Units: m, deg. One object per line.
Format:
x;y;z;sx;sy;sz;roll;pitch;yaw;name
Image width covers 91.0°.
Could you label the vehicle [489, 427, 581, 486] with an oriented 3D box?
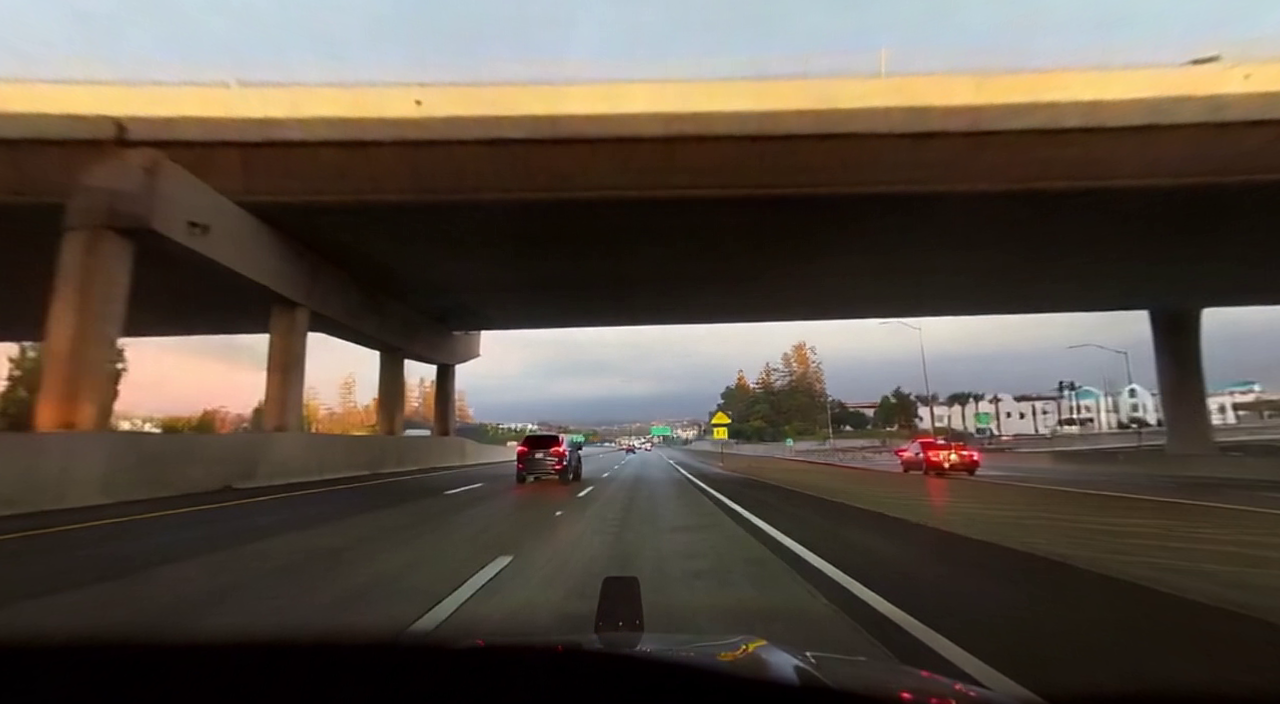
-3.343;3.465;21.081;2.203;1.734;4.600;0;-9;1;vehicle
